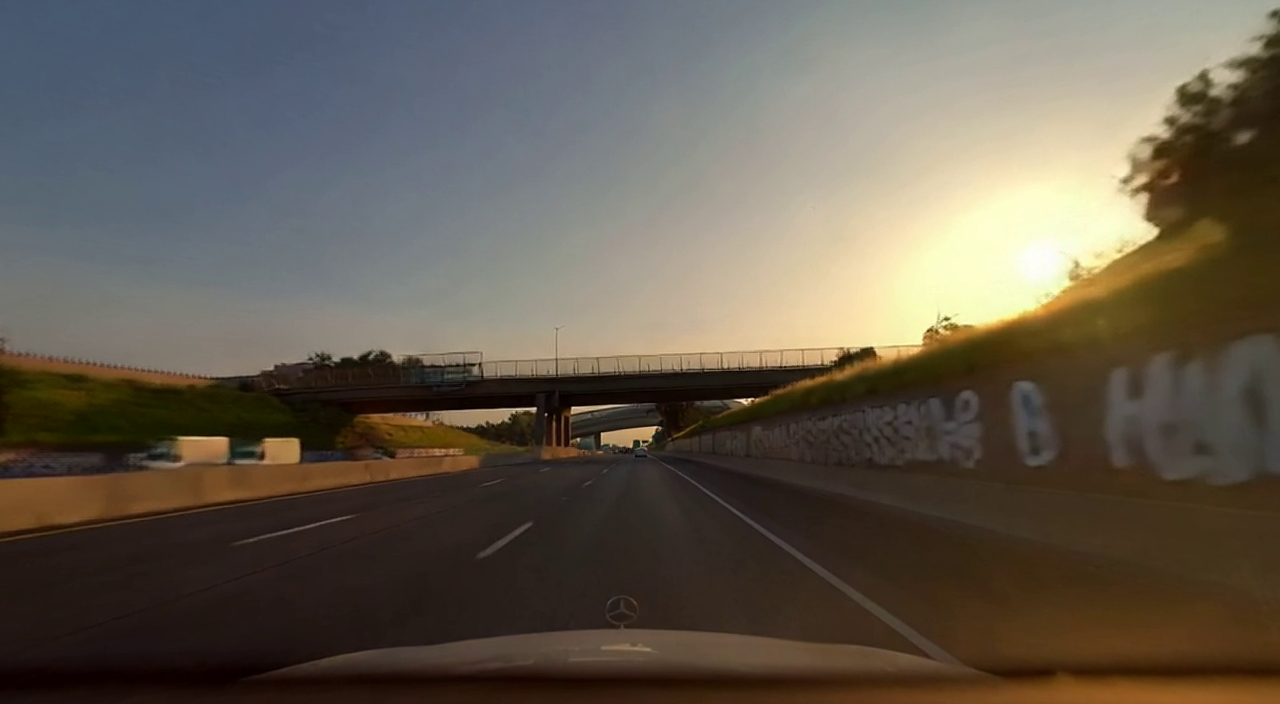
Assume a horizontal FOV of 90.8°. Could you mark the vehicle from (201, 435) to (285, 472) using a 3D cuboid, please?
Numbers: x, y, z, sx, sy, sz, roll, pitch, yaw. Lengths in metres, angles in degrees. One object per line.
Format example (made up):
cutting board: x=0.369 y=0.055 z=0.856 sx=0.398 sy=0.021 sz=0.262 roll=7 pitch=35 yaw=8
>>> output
vehicle: x=-23.661 y=6.055 z=37.806 sx=2.228 sy=2.058 sz=4.155 roll=0 pitch=-9 yaw=0

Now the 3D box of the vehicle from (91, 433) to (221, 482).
vehicle: x=-23.615 y=5.185 z=31.166 sx=2.015 sy=2.161 sz=5.496 roll=0 pitch=-9 yaw=0
